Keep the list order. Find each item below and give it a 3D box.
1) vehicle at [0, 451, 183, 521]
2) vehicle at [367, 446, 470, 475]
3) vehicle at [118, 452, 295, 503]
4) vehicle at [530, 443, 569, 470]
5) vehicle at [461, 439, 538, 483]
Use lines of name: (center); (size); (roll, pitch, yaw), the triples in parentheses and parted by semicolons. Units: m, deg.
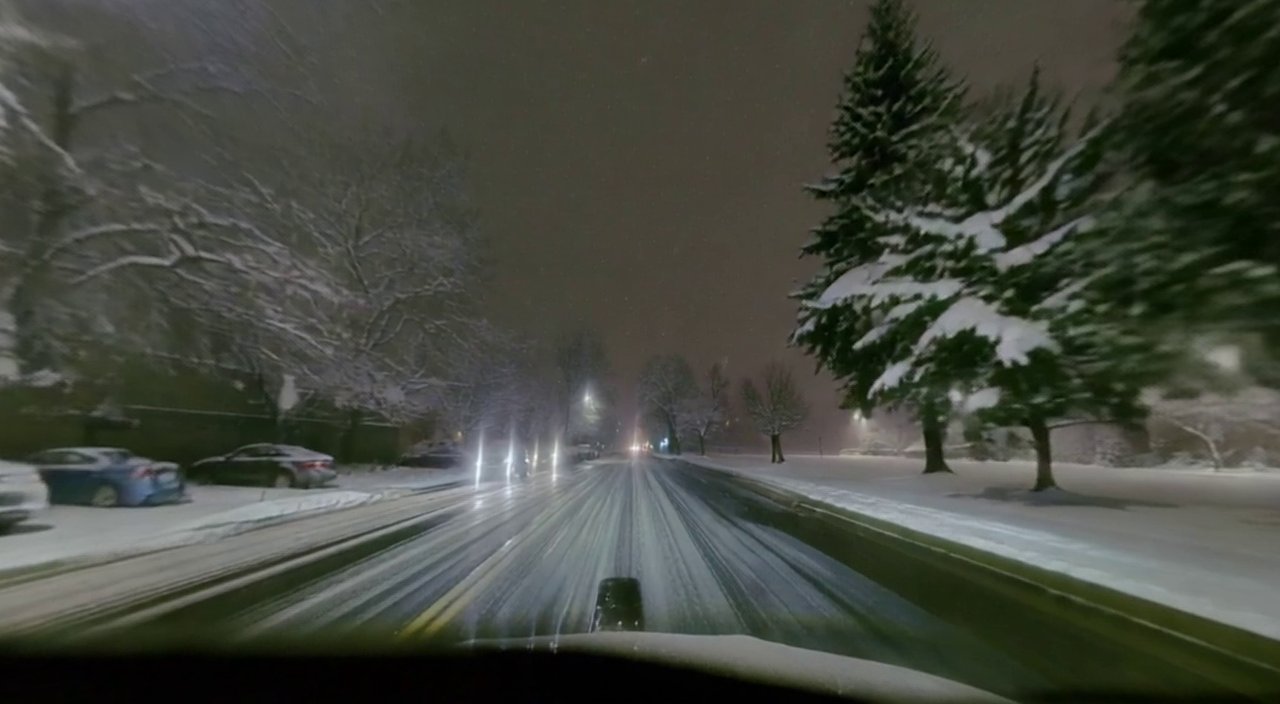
vehicle: (-14.000, 3.135, 15.002); (4.617, 1.488, 1.988); (0, -8, 1)
vehicle: (-14.072, 6.915, 40.251); (5.742, 1.668, 2.296); (1, -8, -2)
vehicle: (-13.644, 3.950, 20.024); (4.116, 1.393, 2.016); (2, -9, 2)
vehicle: (-6.620, 7.701, 46.574); (2.020, 1.842, 5.116); (1, -8, 0)
vehicle: (-6.566, 5.149, 30.226); (2.350, 1.892, 5.542); (1, -8, 0)
